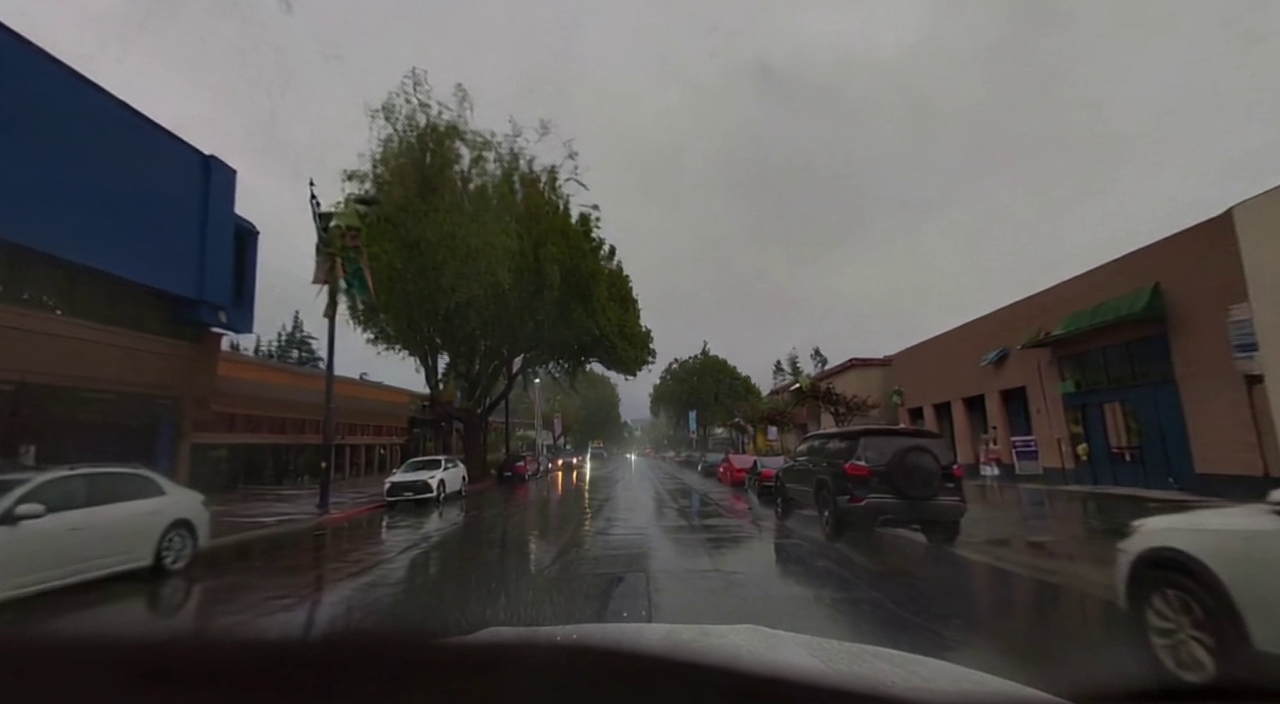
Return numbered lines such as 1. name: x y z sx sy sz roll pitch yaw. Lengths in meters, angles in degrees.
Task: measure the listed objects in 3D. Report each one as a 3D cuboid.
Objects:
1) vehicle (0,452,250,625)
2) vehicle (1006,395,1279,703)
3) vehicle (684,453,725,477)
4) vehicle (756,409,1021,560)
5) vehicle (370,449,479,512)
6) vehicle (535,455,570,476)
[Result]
1. vehicle: -7.019 1.967 6.957 2.182 1.522 4.946 -2 -8 2
2. vehicle: 3.896 0.985 2.607 2.008 1.644 4.476 0 -8 -1
3. vehicle: 4.248 7.475 41.916 2.081 1.463 4.263 0 -8 -3
4. vehicle: 3.839 2.169 11.176 2.390 2.005 5.276 0 -8 -2
5. vehicle: -7.079 4.226 21.452 1.996 1.770 5.518 -2 -8 -2
6. vehicle: -6.768 8.834 49.244 1.887 1.503 4.604 -1 -8 2
